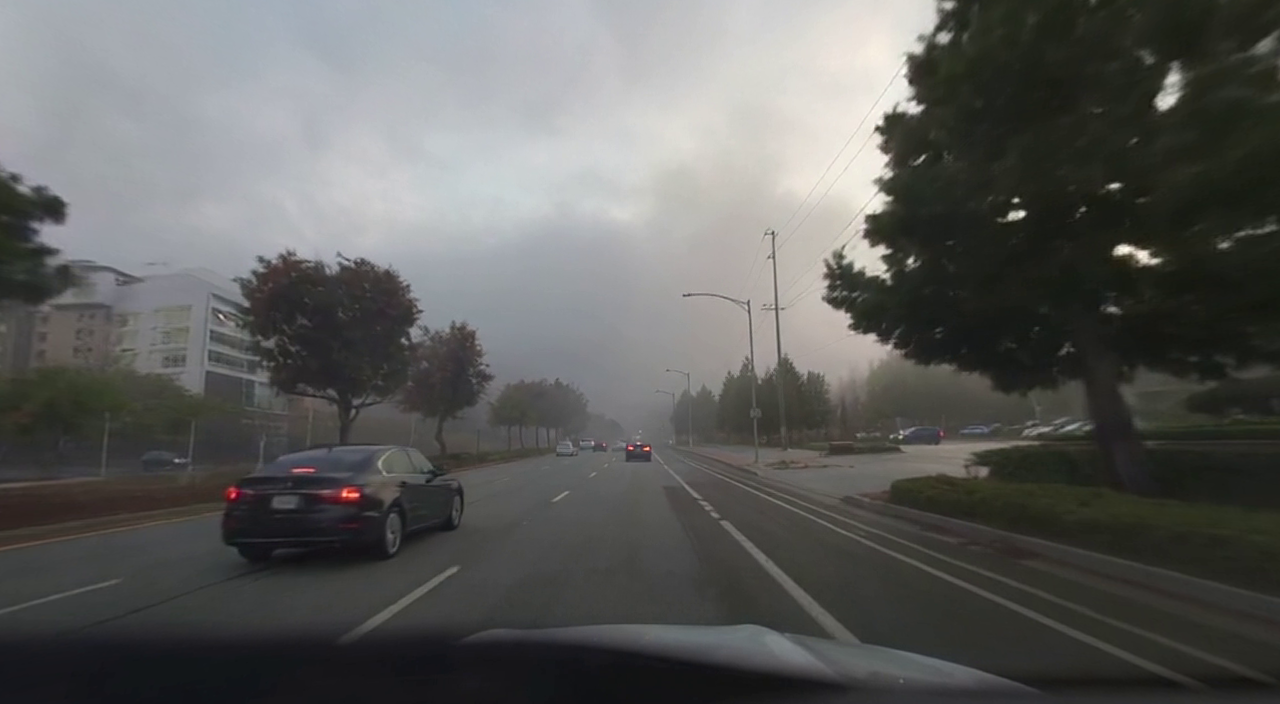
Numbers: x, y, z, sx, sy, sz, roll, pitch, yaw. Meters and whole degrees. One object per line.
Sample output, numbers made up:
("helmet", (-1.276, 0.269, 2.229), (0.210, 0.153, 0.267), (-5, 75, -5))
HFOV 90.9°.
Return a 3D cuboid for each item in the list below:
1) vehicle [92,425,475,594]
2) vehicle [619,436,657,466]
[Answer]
("vehicle", (-3.785, 1.744, 8.036), (1.942, 1.462, 4.905), (0, -8, 1))
("vehicle", (-0.117, 5.949, 38.050), (2.199, 1.652, 4.101), (0, -8, 0))
